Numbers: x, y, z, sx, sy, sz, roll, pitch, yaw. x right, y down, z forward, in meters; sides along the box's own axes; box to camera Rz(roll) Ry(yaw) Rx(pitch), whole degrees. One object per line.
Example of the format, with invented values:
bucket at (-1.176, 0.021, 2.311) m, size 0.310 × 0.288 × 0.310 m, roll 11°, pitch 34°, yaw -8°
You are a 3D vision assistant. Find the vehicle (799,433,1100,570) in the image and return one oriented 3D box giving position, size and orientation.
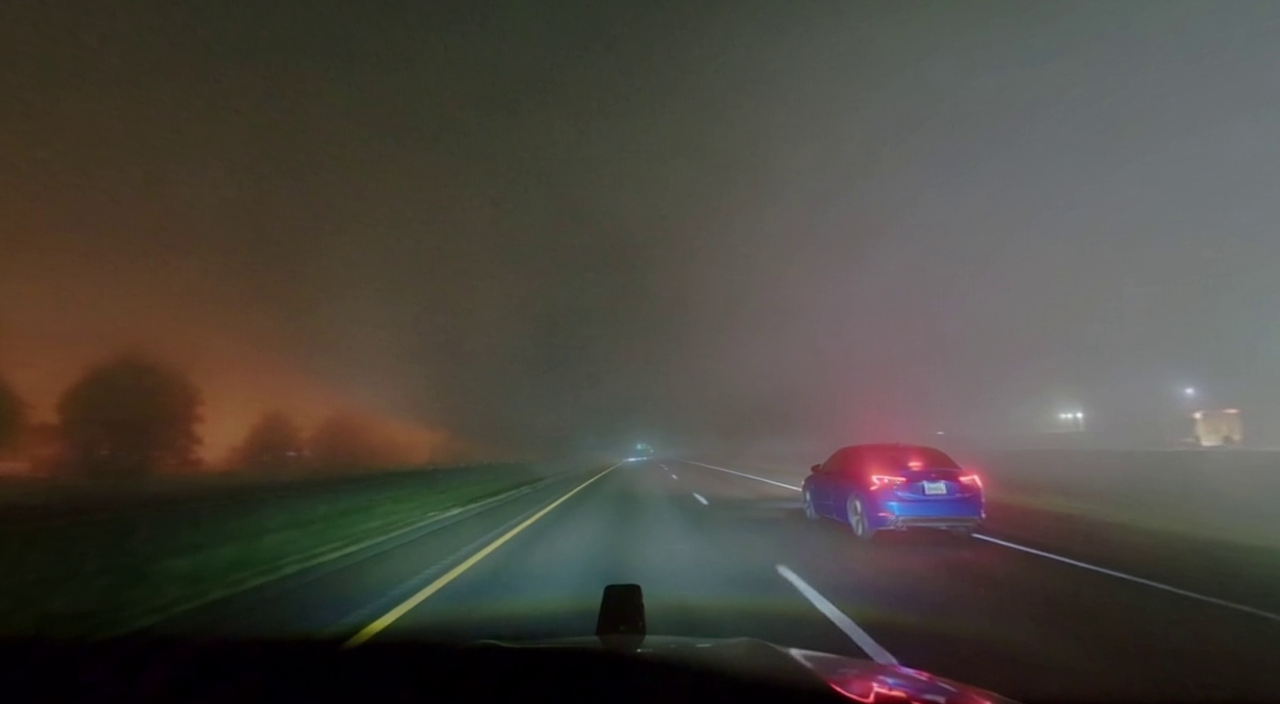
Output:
vehicle at (4.064, 2.024, 9.485) m, size 2.053 × 1.490 × 4.799 m, roll 0°, pitch -8°, yaw -1°
